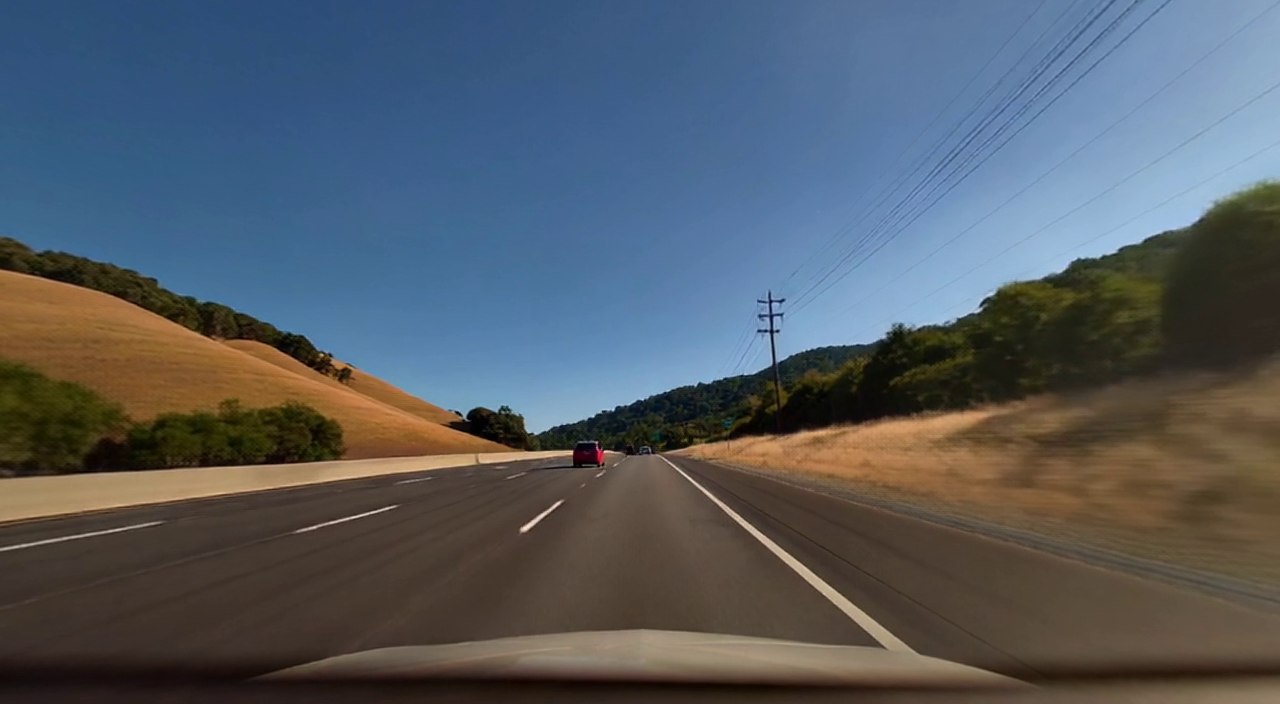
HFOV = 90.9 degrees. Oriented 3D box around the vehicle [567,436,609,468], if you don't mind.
[{"bbox_3d":[-3.136,6.174,39.007,2.136,1.845,4.515,0,-8,1],"label":"vehicle"}]
